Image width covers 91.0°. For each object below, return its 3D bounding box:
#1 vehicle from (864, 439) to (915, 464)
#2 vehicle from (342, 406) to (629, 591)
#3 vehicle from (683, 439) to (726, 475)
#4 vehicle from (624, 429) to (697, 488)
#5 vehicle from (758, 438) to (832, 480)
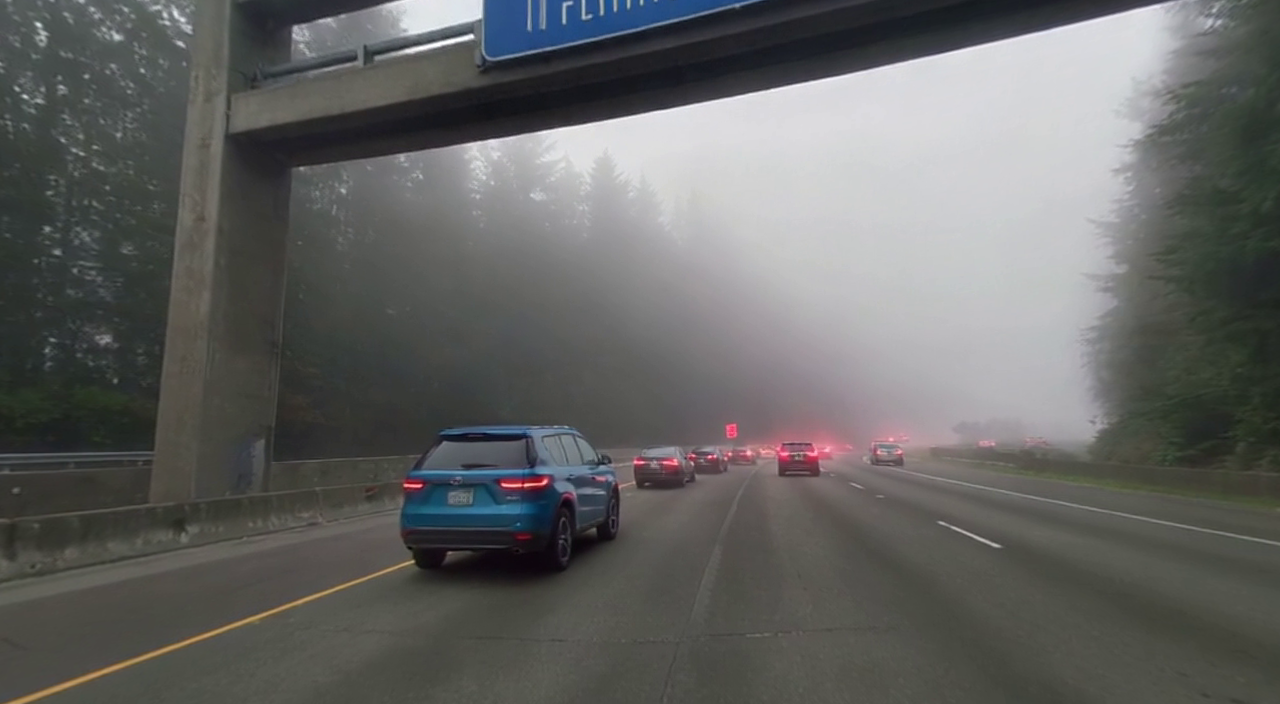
[{"bbox_3d":[15.894,6.317,40.268,1.990,1.478,4.475,-1,-8,8],"label":"vehicle"},{"bbox_3d":[-1.477,1.621,7.853,2.021,1.635,4.085,-1,-8,9],"label":"vehicle"},{"bbox_3d":[2.873,4.572,27.717,1.755,1.457,3.686,-1,-8,7],"label":"vehicle"},{"bbox_3d":[0.737,3.336,19.974,2.017,1.662,3.543,-1,-8,7],"label":"vehicle"},{"bbox_3d":[5.802,4.037,24.158,1.962,1.442,4.536,-1,-8,4],"label":"vehicle"}]
